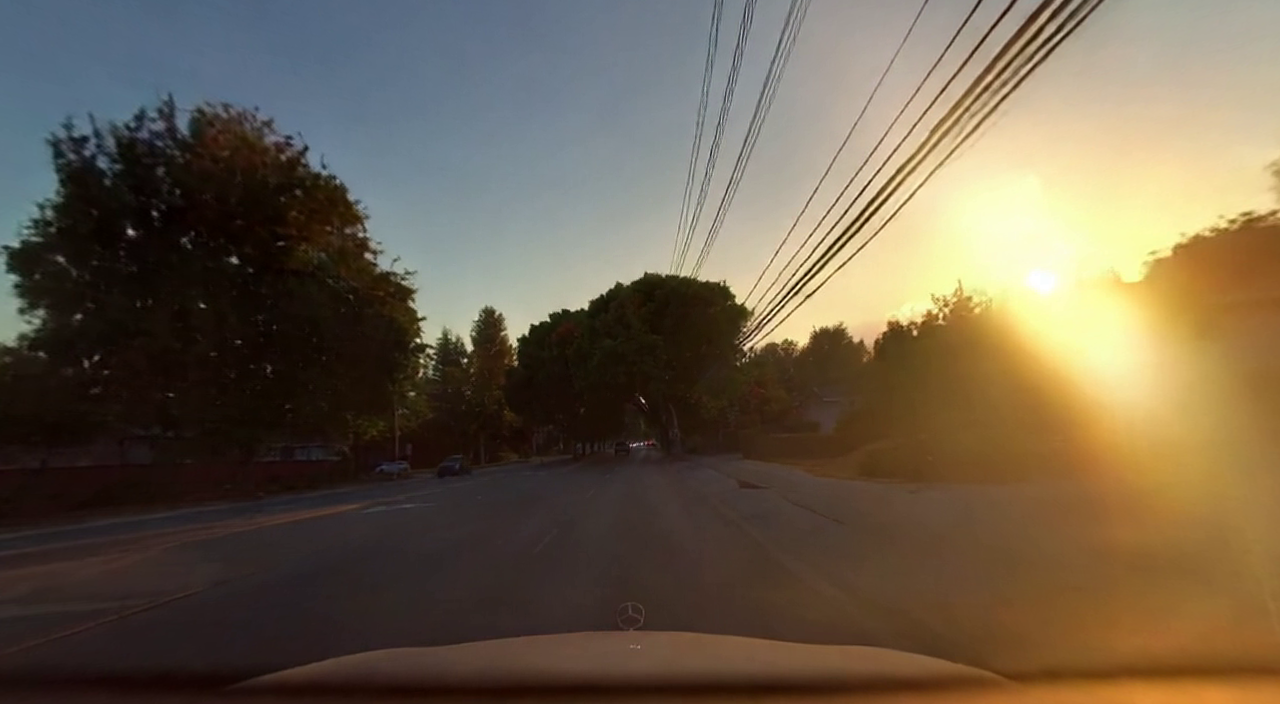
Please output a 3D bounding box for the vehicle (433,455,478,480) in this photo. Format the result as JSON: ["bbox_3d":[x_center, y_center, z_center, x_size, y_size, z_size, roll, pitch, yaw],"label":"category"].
[{"bbox_3d":[-14.167,8.865,48.630,1.996,1.695,4.635,-1,-8,0],"label":"vehicle"}]
